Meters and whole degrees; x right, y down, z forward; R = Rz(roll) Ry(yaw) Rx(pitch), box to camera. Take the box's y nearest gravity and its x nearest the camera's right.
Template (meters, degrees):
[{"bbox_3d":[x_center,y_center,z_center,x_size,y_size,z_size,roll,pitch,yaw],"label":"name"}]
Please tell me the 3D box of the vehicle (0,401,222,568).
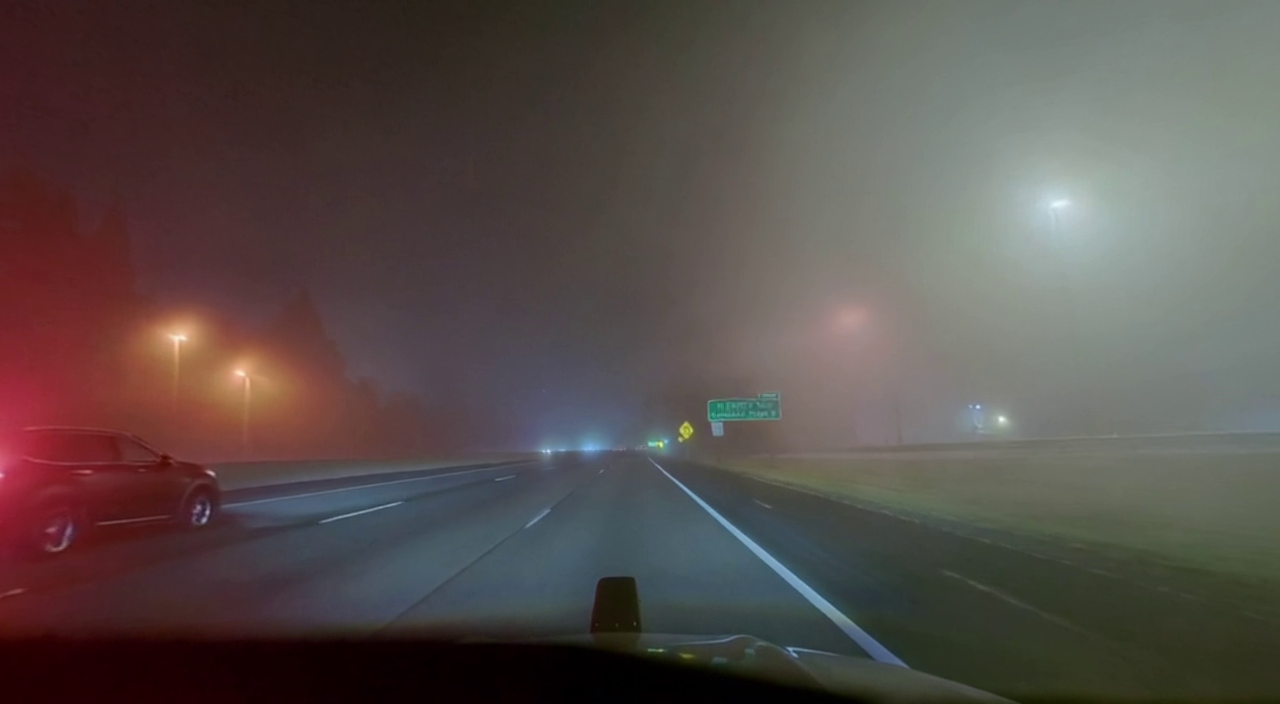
[{"bbox_3d":[-8.091,1.614,8.049,2.231,1.807,4.758,0,-8,0],"label":"vehicle"}]
